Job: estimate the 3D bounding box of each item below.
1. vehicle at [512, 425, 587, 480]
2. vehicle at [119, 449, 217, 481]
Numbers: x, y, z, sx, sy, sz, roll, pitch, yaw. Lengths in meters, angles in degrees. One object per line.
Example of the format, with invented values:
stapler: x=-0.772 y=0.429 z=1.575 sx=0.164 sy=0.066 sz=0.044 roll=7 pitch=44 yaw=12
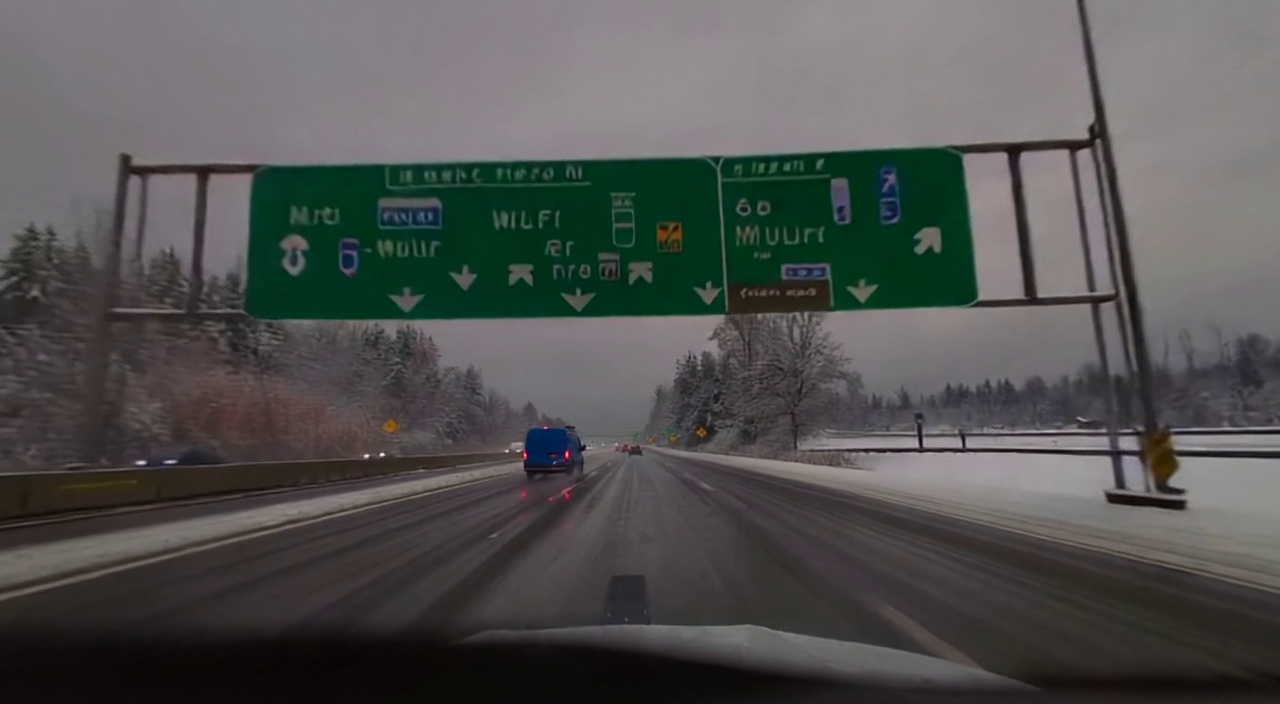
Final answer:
vehicle: x=-3.527 y=4.024 z=25.431 sx=2.281 sy=2.025 sz=4.586 roll=0 pitch=-8 yaw=1
vehicle: x=-23.998 y=5.733 z=32.213 sx=1.801 sy=1.452 sz=4.238 roll=0 pitch=-8 yaw=-1
